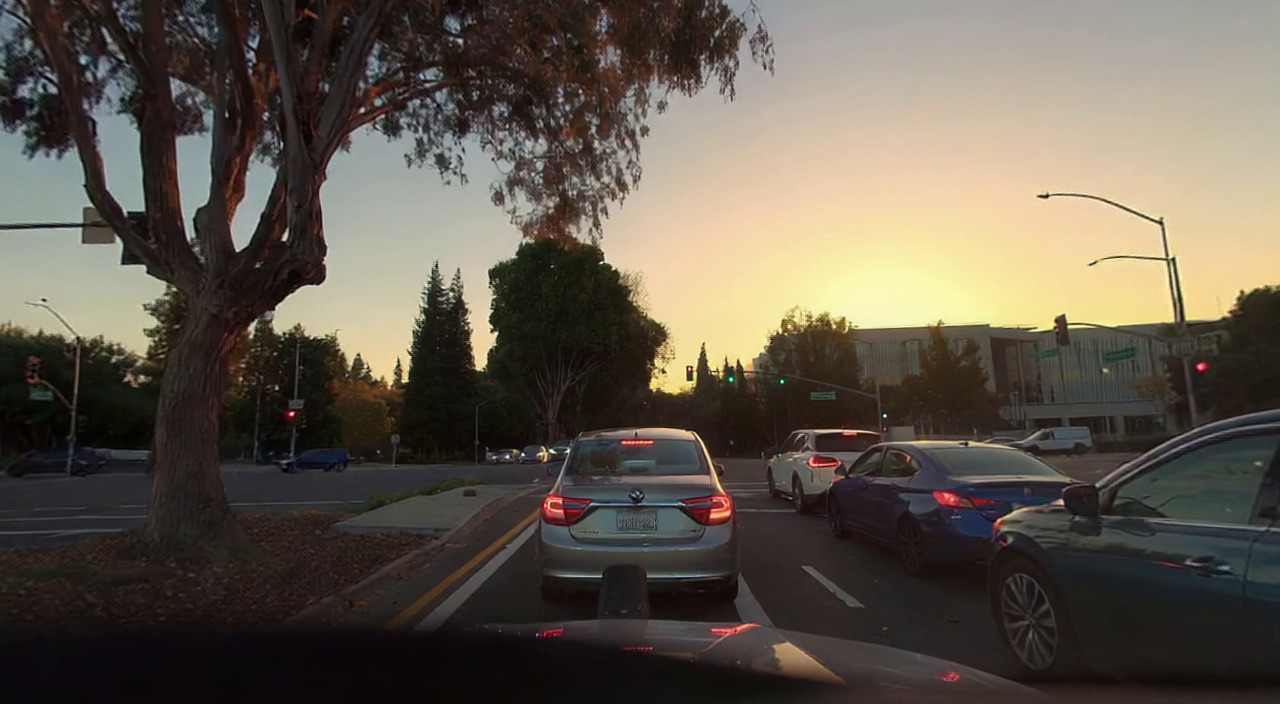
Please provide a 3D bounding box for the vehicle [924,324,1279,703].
[{"bbox_3d":[3.725,0.929,3.424,2.162,1.829,4.519,0,-9,-1],"label":"vehicle"}]

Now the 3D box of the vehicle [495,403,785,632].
[{"bbox_3d":[-0.014,1.476,6.508,2.074,1.631,3.793,0,-9,0],"label":"vehicle"}]

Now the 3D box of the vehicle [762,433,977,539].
[{"bbox_3d":[3.699,2.255,11.293,2.054,1.482,4.654,0,-9,-1],"label":"vehicle"}]
